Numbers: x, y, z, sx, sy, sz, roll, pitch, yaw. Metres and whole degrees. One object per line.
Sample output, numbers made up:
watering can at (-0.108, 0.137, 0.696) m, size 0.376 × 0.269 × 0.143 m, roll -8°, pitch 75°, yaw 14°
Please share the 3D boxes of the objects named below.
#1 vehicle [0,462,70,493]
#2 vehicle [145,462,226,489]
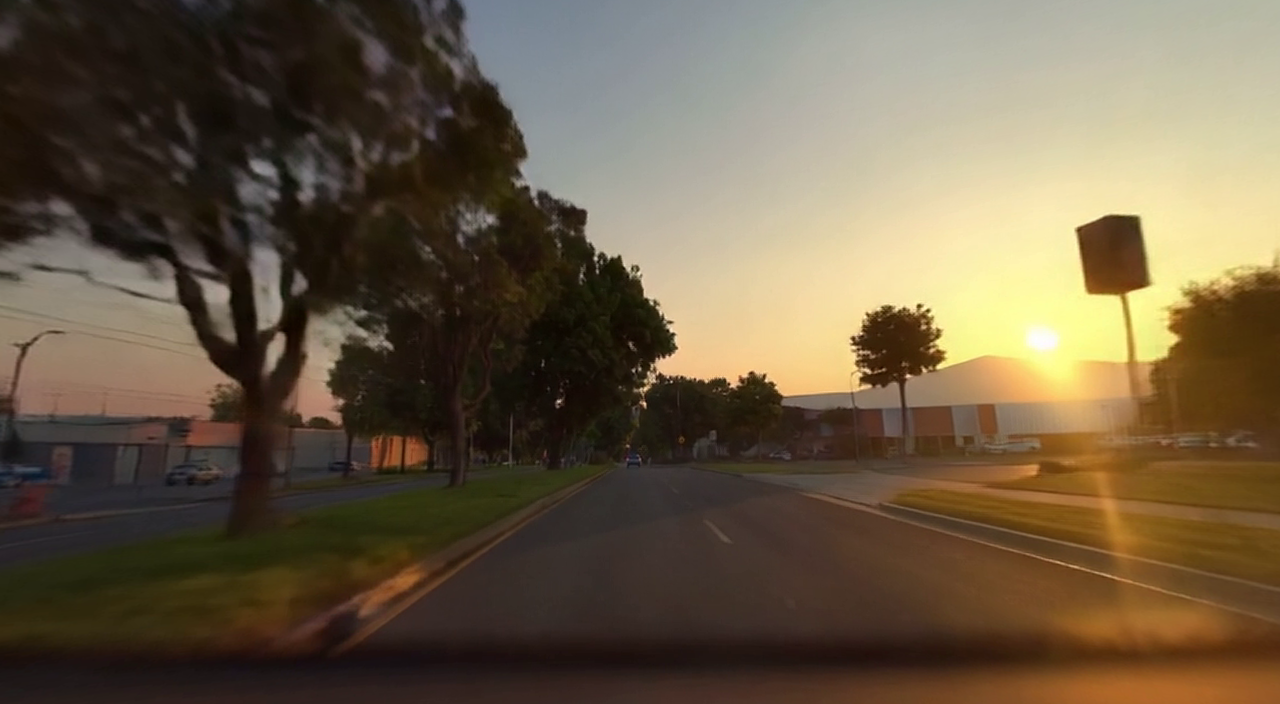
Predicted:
vehicle at (-37.512, 7.544, 38.322) m, size 1.903 × 1.674 × 4.493 m, roll 0°, pitch -9°, yaw -3°
vehicle at (-27.750, 7.505, 38.819) m, size 1.808 × 1.441 × 4.386 m, roll 0°, pitch -9°, yaw -1°
